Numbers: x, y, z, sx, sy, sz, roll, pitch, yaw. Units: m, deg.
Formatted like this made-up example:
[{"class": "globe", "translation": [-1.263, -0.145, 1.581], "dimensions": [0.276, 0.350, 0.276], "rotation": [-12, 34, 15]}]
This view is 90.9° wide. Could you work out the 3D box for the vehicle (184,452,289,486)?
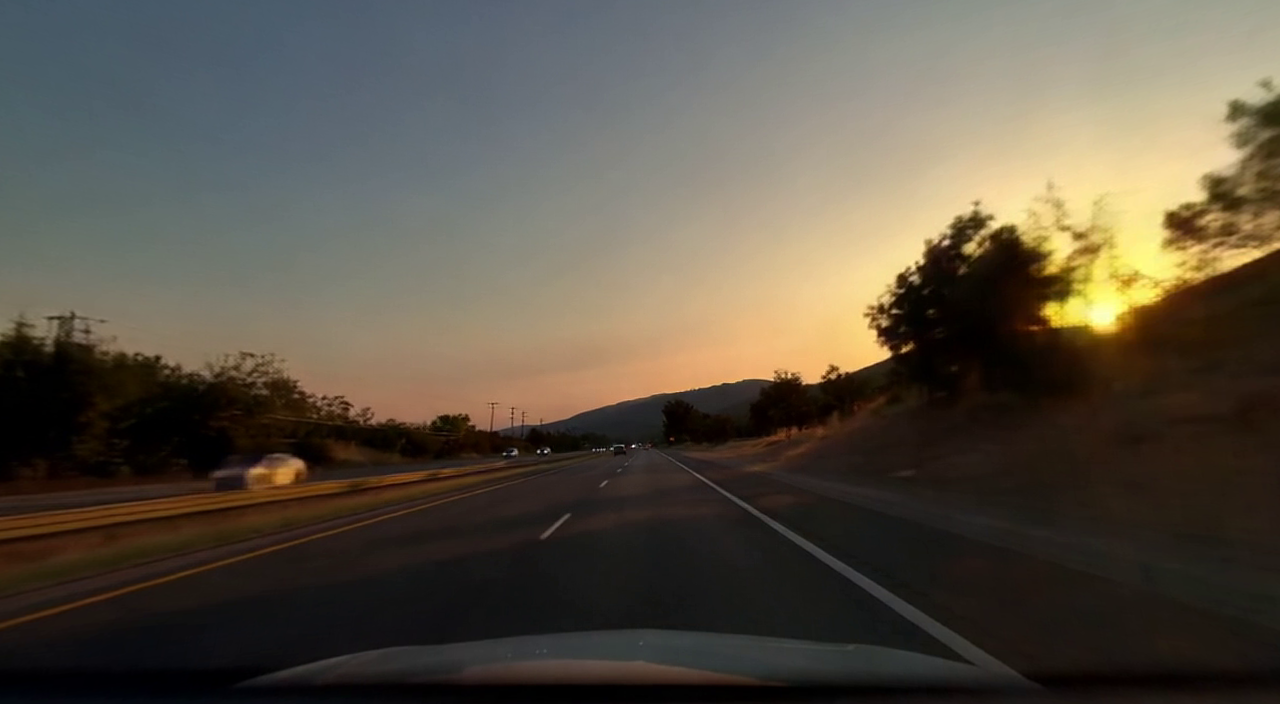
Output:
[{"class": "vehicle", "translation": [-19.183, 5.560, 30.261], "dimensions": [1.945, 1.447, 4.528], "rotation": [0, -8, 1]}]
